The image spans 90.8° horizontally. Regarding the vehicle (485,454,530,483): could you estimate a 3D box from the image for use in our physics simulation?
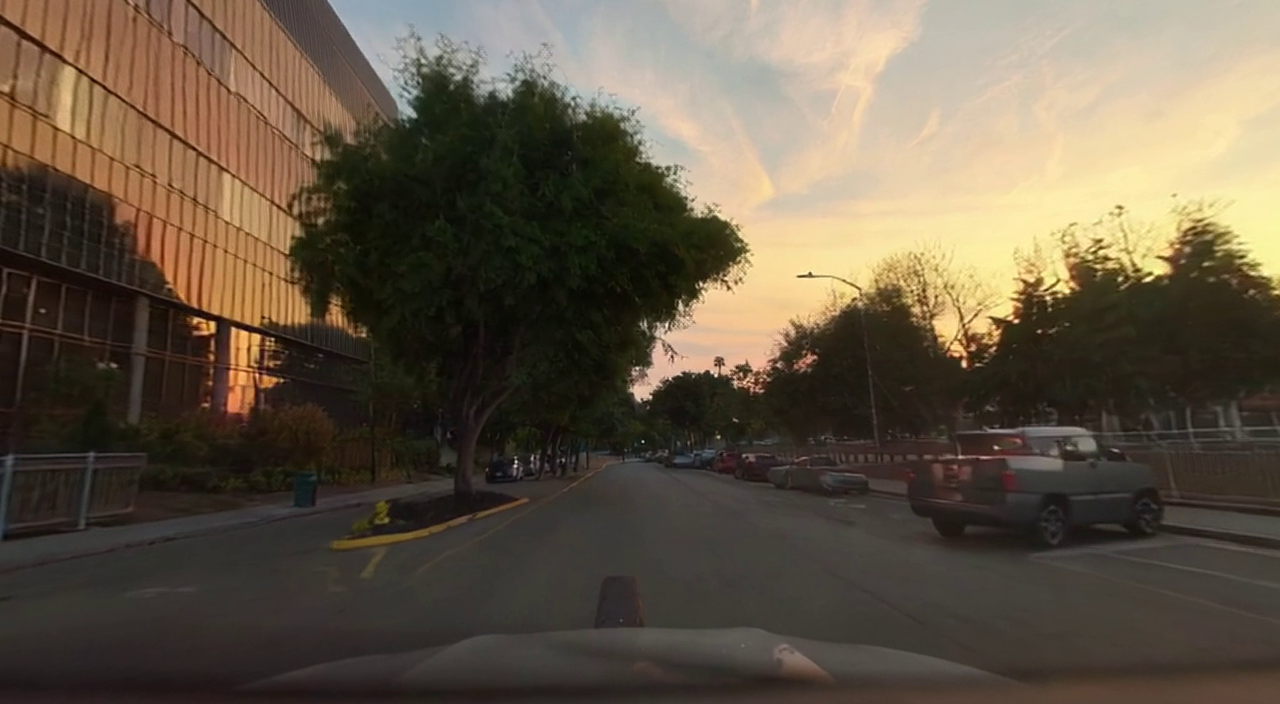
[{"bbox_3d":[-8.776,7.736,42.204,2.172,1.707,4.273,0,-9,-1],"label":"vehicle"}]

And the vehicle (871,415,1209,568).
[{"bbox_3d":[6.474,2.015,10.169,5.061,1.829,2.274,2,-9,-29],"label":"vehicle"}]

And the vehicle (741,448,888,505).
[{"bbox_3d":[5.144,3.588,18.648,3.752,1.494,2.083,5,-10,-29],"label":"vehicle"}]
